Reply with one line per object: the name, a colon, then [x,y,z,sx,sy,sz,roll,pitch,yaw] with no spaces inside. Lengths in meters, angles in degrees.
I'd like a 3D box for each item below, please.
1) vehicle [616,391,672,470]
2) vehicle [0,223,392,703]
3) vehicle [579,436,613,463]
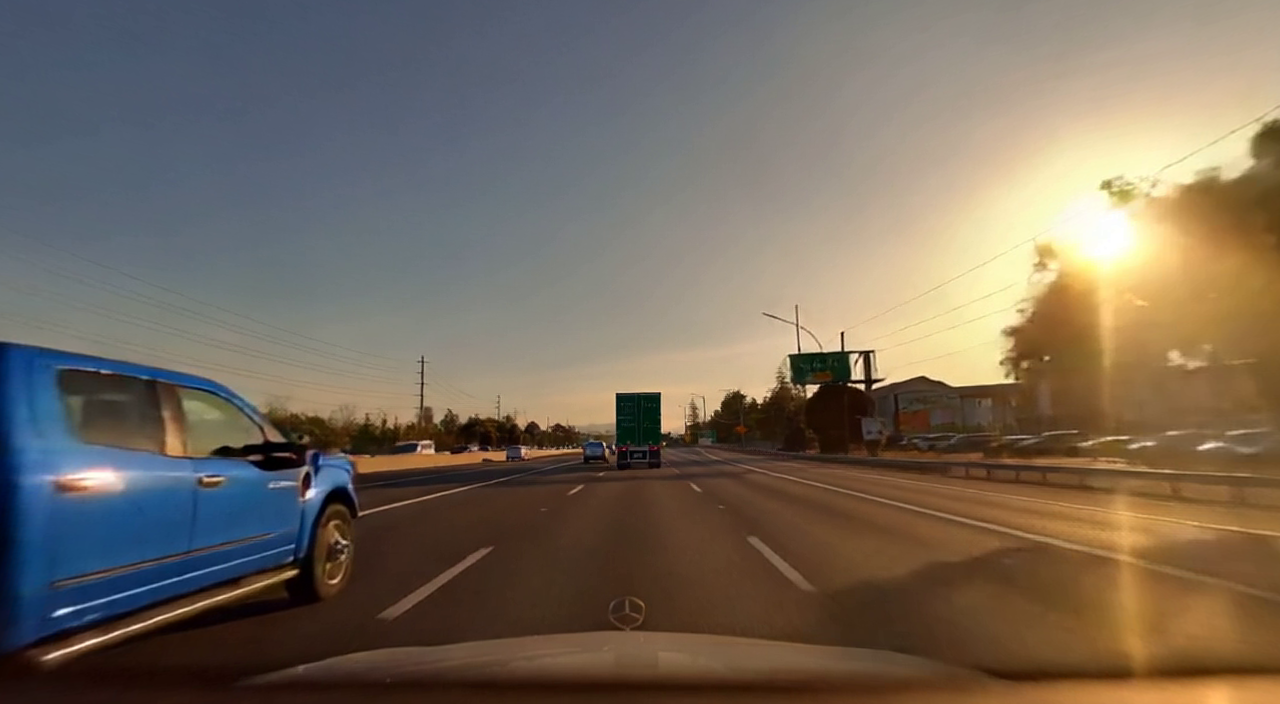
vehicle: [0.235,5.046,39.487,2.879,4.085,13.125,0,-8,0]
vehicle: [-3.717,0.643,2.528,2.749,2.141,6.515,0,-8,1]
vehicle: [-3.408,7.653,49.662,2.293,1.923,5.141,0,-8,0]
